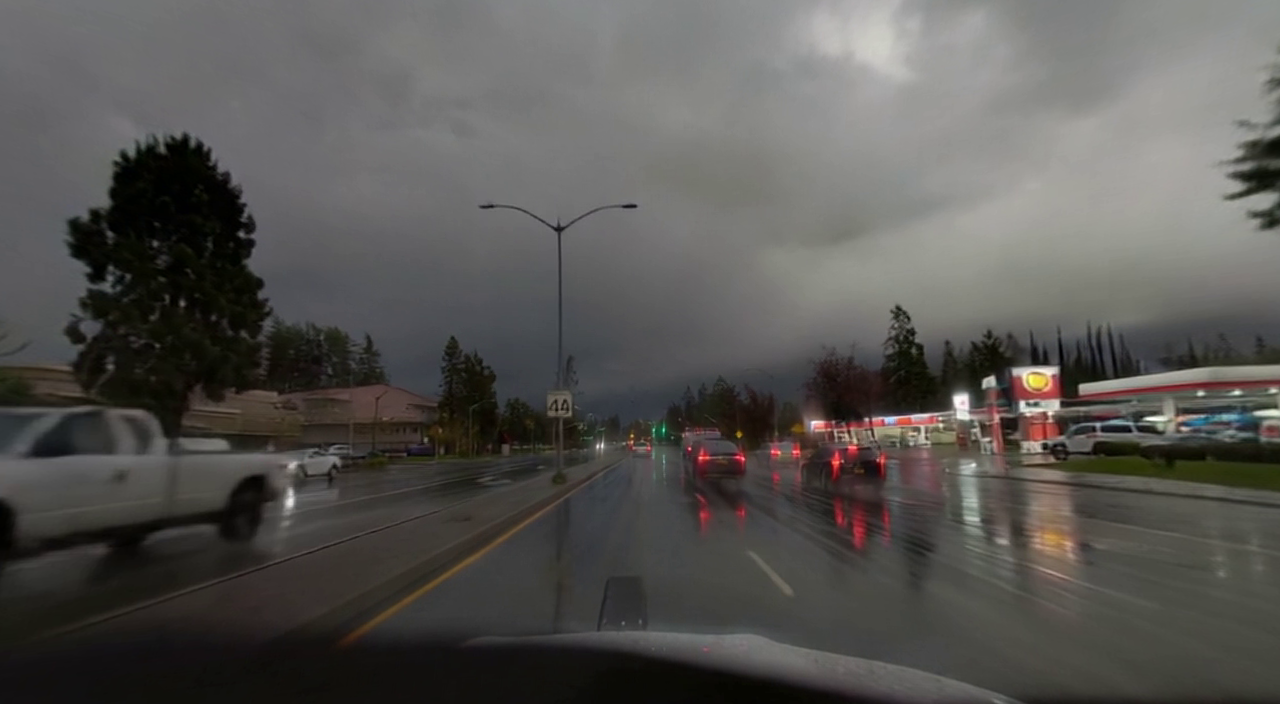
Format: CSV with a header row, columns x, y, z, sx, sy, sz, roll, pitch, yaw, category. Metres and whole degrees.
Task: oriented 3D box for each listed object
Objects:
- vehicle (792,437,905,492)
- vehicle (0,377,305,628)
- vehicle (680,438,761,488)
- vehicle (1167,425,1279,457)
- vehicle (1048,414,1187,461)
x,y,z,sx,sy,sz,roll,pitch,yaw,category
6.297,3.421,19.584,1.918,1.484,4.456,0,-8,-1,vehicle
-5.553,1.258,5.723,2.016,1.770,5.300,0,-8,1,vehicle
2.535,3.627,20.940,1.971,1.479,4.493,0,-8,-2,vehicle
29.264,4.481,31.617,1.933,1.463,4.033,0,-8,1,vehicle
23.808,4.344,31.735,2.152,2.069,6.067,-2,-8,-1,vehicle
